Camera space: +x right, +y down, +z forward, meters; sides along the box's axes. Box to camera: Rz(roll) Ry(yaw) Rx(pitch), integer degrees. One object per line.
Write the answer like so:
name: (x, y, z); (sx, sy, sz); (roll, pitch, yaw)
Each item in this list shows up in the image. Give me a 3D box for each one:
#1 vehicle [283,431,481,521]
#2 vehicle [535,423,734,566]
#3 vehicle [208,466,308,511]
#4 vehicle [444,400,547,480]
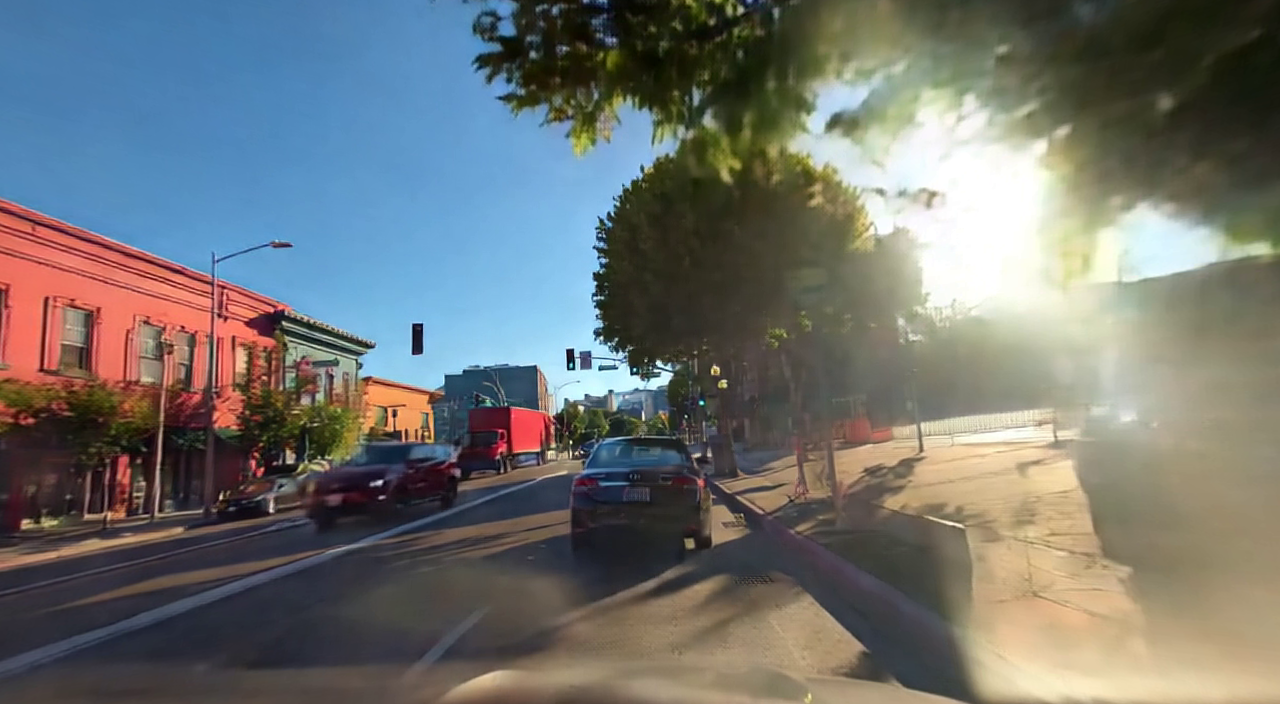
vehicle: (-6.213, 3.068, 16.355); (2.402, 1.852, 6.057); (-1, -8, 2)
vehicle: (0.006, 1.795, 8.655); (2.094, 1.478, 3.922); (-1, -8, 2)
vehicle: (-17.451, 6.232, 28.886); (3.516, 1.383, 1.704); (-10, -10, 1)
vehicle: (-8.090, 5.238, 37.313); (2.986, 3.933, 11.600); (0, -8, 2)
